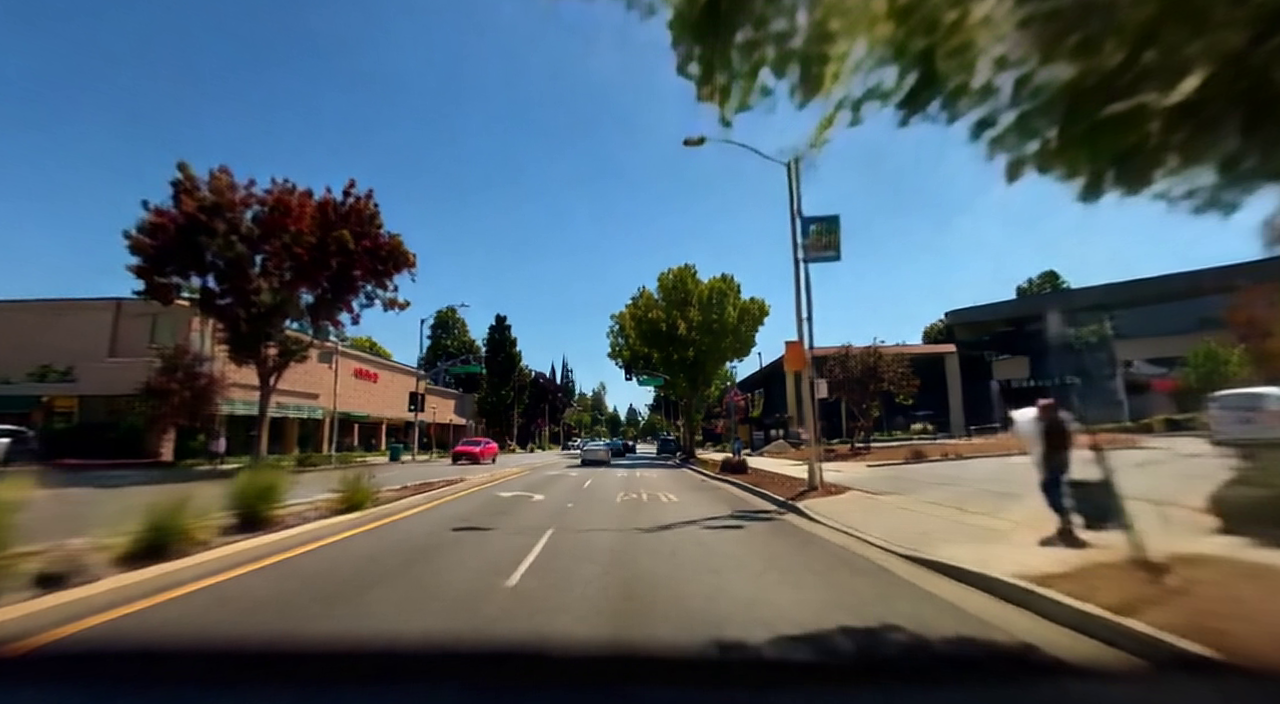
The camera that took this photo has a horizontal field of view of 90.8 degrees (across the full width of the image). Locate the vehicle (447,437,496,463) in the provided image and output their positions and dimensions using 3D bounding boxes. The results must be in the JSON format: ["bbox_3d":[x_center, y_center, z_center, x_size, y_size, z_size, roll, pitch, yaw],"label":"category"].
[{"bbox_3d":[-10.446,6.069,39.466,1.873,1.532,3.777,0,-8,2],"label":"vehicle"}]

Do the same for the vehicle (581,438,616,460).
[{"bbox_3d":[-2.926,6.996,45.678,2.122,1.469,4.388,0,-8,1],"label":"vehicle"}]
